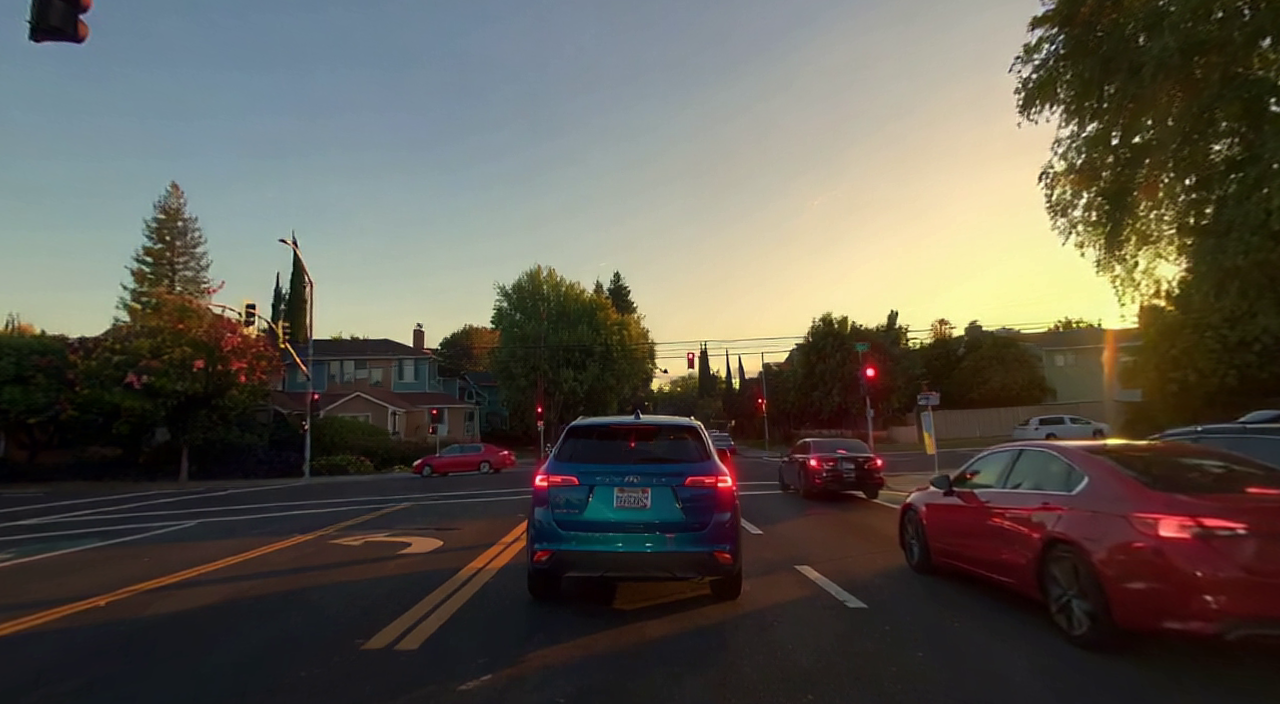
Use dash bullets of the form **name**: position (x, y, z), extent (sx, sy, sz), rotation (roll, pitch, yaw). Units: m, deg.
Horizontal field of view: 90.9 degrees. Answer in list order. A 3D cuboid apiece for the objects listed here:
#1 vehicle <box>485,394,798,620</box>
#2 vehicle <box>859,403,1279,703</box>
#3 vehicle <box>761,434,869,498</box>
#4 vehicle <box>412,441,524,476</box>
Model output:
- **vehicle**: position (0.045, 1.472, 6.945), extent (2.322, 1.667, 4.367), rotation (0, -8, 1)
- **vehicle**: position (3.710, 1.353, 5.362), extent (2.077, 1.527, 4.755), rotation (0, -8, 2)
- **vehicle**: position (4.579, 3.045, 17.201), extent (1.934, 1.506, 4.282), rotation (-1, -8, 3)
- **vehicle**: position (-7.922, 4.851, 29.068), extent (4.723, 1.486, 1.800), rotation (4, -9, -25)
